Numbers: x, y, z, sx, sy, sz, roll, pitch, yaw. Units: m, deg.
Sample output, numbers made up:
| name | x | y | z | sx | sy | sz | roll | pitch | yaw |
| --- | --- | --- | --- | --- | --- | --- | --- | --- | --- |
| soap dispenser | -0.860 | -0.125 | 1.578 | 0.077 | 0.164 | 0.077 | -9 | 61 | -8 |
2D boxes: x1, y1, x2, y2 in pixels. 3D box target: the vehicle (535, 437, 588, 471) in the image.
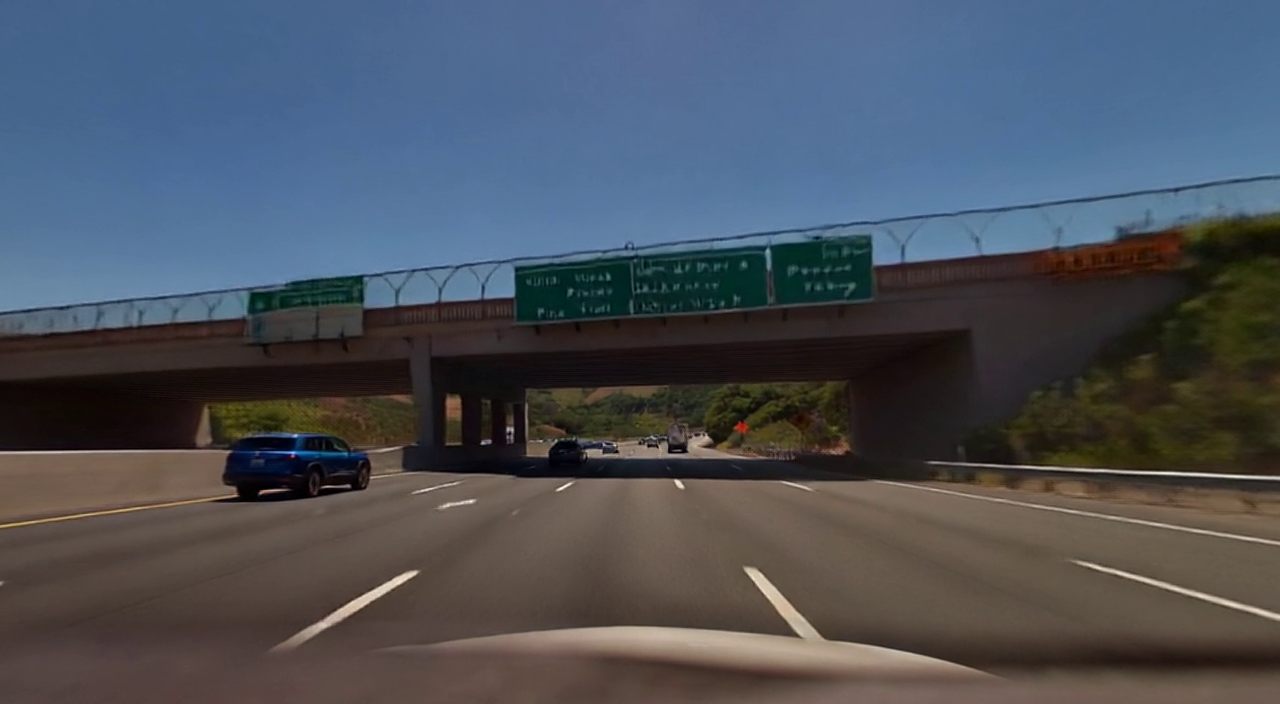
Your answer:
| name | x | y | z | sx | sy | sz | roll | pitch | yaw |
| --- | --- | --- | --- | --- | --- | --- | --- | --- | --- |
| vehicle | -3.726 | 4.946 | 30.666 | 1.925 | 1.509 | 4.363 | 0 | -9 | 1 |

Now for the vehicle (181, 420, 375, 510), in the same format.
| name | x | y | z | sx | sy | sz | roll | pitch | yaw |
| --- | --- | --- | --- | --- | --- | --- | --- | --- | --- |
| vehicle | -7.742 | 2.456 | 14.096 | 1.860 | 1.694 | 4.173 | 0 | -9 | 0 |
